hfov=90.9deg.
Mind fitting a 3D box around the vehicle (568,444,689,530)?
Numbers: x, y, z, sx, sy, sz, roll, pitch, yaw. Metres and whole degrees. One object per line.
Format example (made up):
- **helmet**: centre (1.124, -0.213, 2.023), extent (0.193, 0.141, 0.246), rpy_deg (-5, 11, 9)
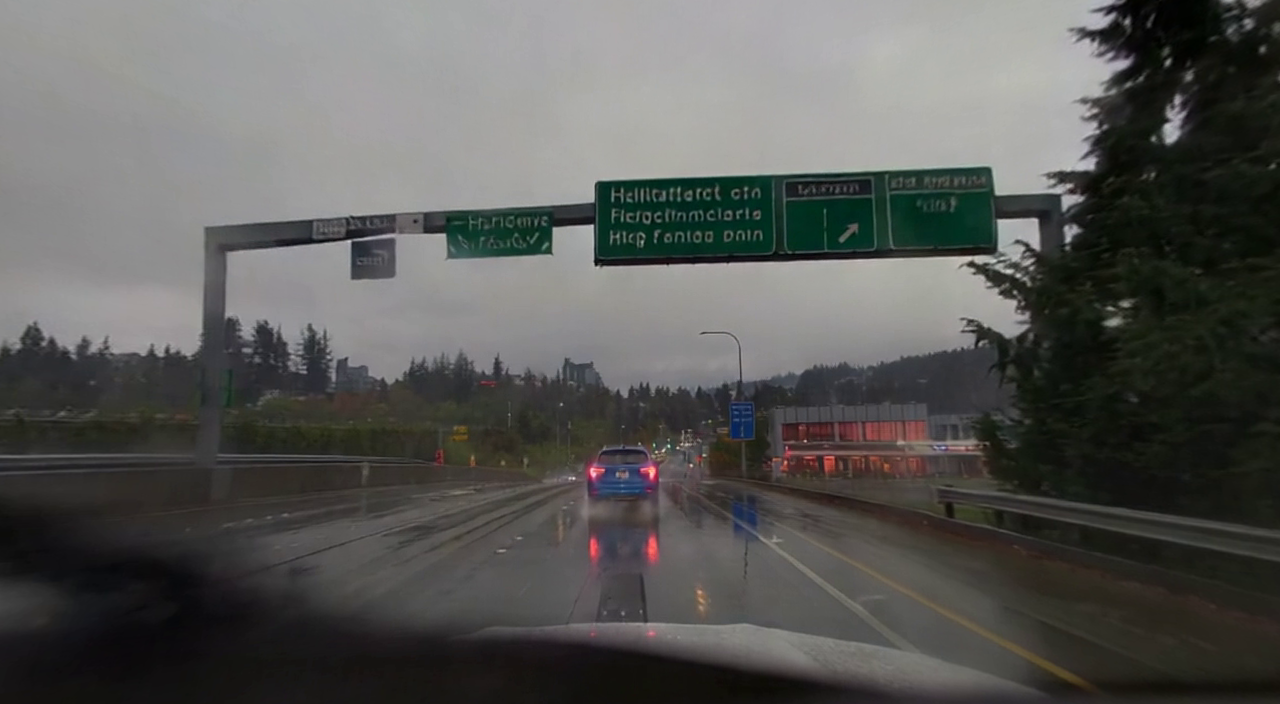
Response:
- **vehicle**: centre (-0.220, 2.624, 12.791), extent (2.063, 1.442, 3.933), rpy_deg (0, -9, 0)
